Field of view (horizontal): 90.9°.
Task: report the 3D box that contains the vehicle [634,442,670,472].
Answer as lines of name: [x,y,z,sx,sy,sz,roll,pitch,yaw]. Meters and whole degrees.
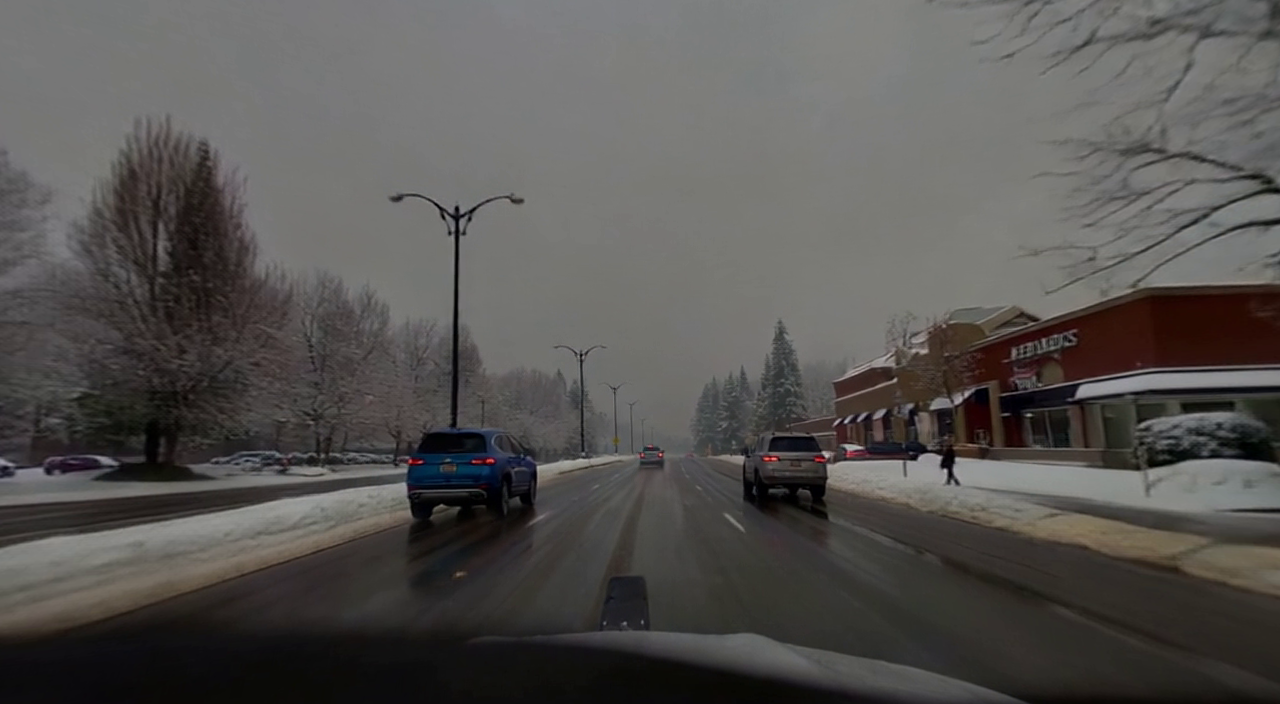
vehicle: [0.741,6.350,38.269,2.067,1.702,3.987,0,-8,2]

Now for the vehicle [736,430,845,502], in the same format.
vehicle: [4.093,3.165,17.946,2.083,1.779,4.347,0,-8,1]

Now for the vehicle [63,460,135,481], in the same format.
vehicle: [-42.338,9.282,49.366,3.983,1.567,1.860,0,-8,2]

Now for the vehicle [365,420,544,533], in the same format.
vehicle: [-3.358,2.343,12.511,2.047,1.810,4.414,0,-8,2]
